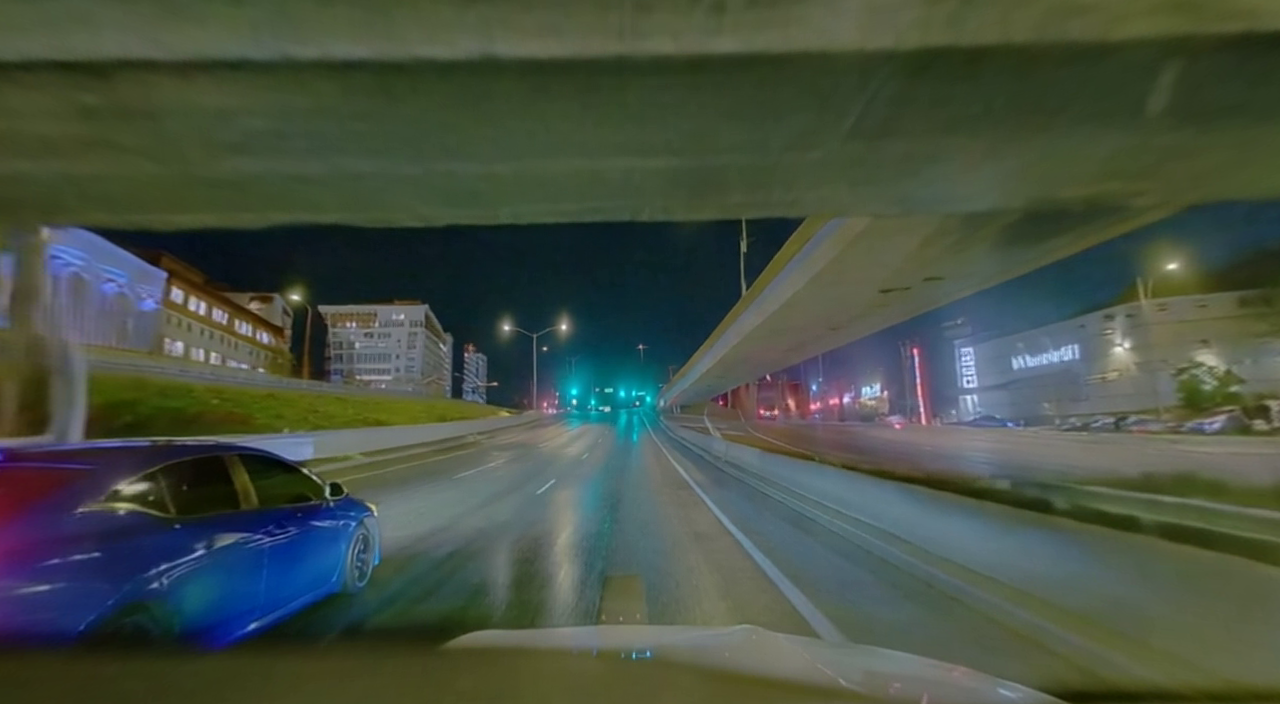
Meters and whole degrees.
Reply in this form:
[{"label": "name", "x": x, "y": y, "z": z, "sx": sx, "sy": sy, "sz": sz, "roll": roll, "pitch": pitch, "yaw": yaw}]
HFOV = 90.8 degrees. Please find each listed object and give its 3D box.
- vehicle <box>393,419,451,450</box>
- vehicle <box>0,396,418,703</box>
[{"label": "vehicle", "x": -13.734, "y": 5.185, "z": 40.082, "sx": 1.983, "sy": 1.649, "sz": 4.565, "roll": -1, "pitch": -4, "yaw": 1}, {"label": "vehicle", "x": -3.172, "y": 1.169, "z": 3.924, "sx": 2.041, "sy": 1.470, "sz": 4.290, "roll": -1, "pitch": -8, "yaw": 0}]
